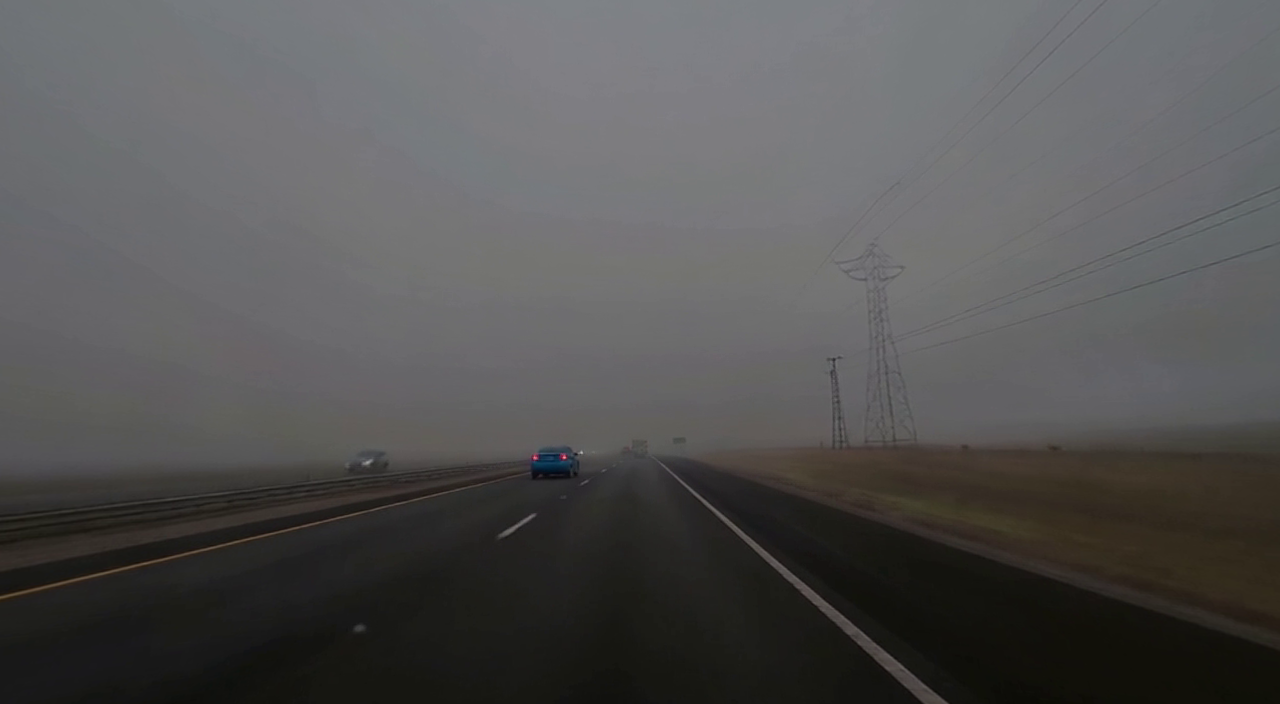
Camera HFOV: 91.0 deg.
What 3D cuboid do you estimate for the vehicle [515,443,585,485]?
[{"bbox_3d":[-3.568,4.522,25.788,2.106,1.543,4.465,0,-9,1],"label":"vehicle"}]
